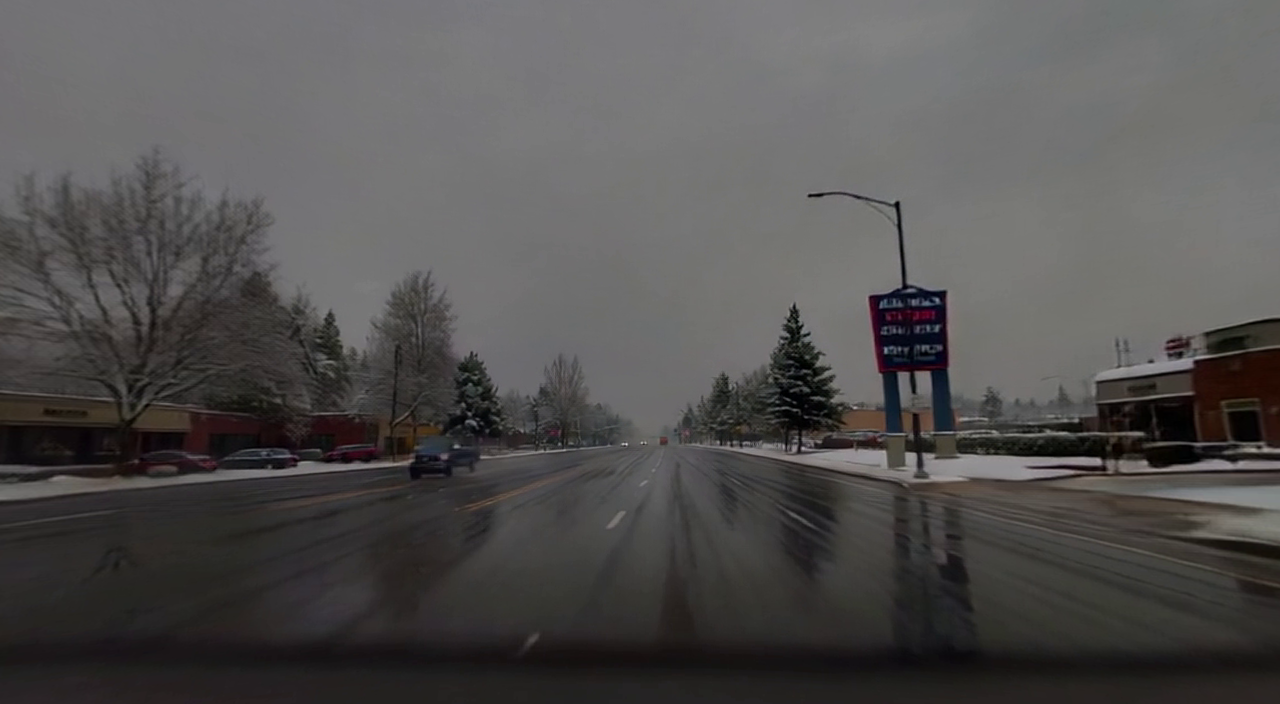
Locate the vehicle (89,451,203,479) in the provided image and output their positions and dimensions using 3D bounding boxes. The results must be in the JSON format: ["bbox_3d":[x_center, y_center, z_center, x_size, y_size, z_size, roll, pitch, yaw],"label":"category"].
[{"bbox_3d":[-26.649,6.111,34.199,4.553,1.445,1.942,0,-8,2],"label":"vehicle"}]

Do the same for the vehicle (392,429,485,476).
[{"bbox_3d":[-8.824,4.459,28.291,2.157,1.883,5.286,0,-8,3],"label":"vehicle"}]

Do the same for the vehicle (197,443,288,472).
[{"bbox_3d":[-25.876,6.883,41.227,4.620,1.801,2.017,0,-8,2],"label":"vehicle"}]
